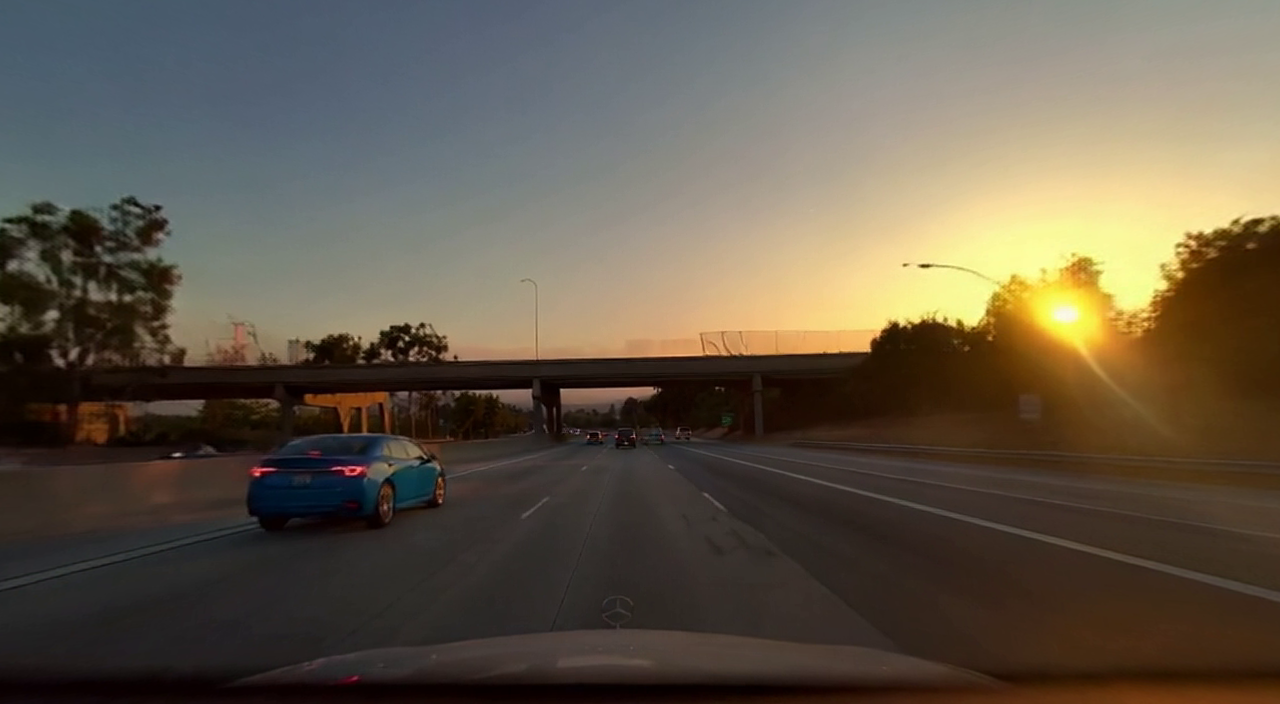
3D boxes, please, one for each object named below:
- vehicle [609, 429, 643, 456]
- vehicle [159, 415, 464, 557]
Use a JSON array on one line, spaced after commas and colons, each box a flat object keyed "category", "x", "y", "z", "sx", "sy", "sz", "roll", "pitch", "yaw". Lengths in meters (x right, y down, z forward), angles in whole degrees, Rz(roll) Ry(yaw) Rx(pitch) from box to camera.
[{"category": "vehicle", "x": -0.919, "y": 5.924, "z": 41.297, "sx": 2.116, "sy": 1.625, "sz": 4.004, "roll": 0, "pitch": -8, "yaw": -1}, {"category": "vehicle", "x": -4.207, "y": 1.759, "z": 9.136, "sx": 2.017, "sy": 1.537, "sz": 4.496, "roll": 0, "pitch": -8, "yaw": 0}]
